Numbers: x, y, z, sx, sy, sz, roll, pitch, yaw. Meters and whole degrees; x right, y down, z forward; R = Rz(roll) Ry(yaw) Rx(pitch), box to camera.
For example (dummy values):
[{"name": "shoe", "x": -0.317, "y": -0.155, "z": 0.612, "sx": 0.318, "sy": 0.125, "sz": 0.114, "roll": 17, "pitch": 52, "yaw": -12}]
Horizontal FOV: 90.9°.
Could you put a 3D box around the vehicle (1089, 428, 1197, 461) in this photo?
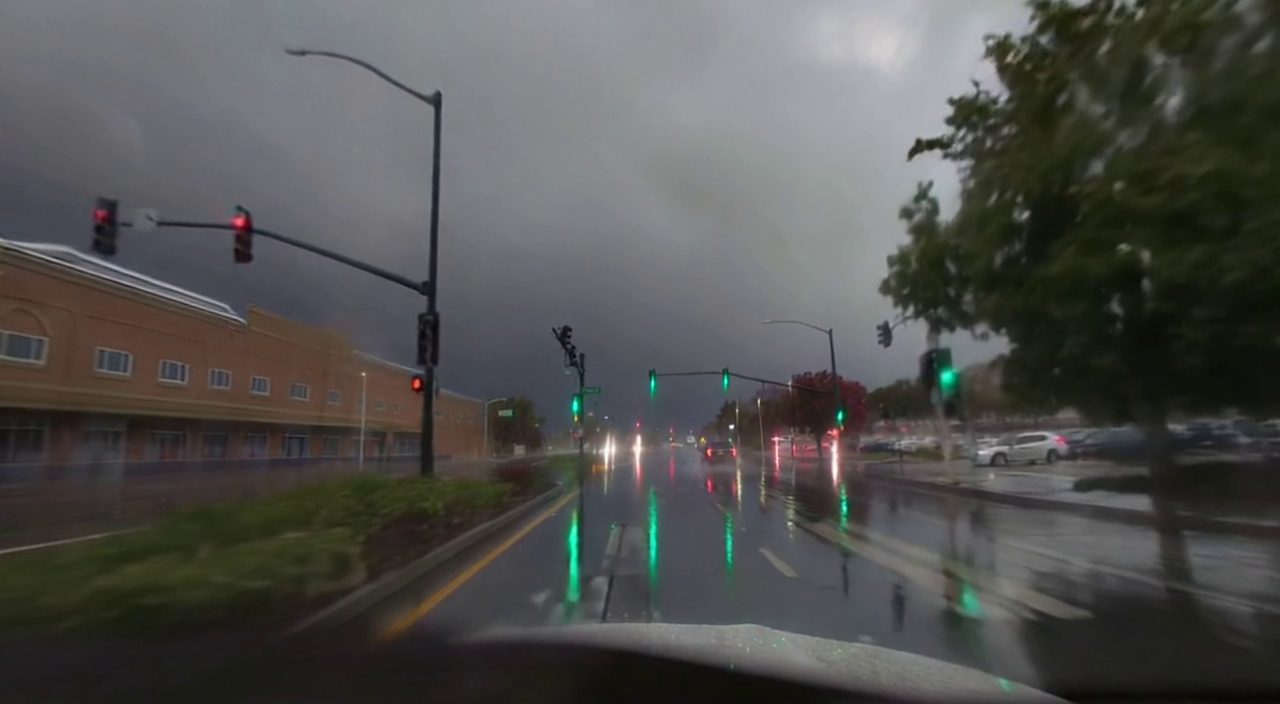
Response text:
[{"name": "vehicle", "x": 27.222, "y": 5.016, "z": 34.162, "sx": 4.280, "sy": 1.734, "sz": 1.964, "roll": 1, "pitch": -9, "yaw": -6}]

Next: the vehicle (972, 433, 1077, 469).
[{"name": "vehicle", "x": 20.709, "y": 5.348, "z": 34.067, "sx": 4.341, "sy": 1.845, "sz": 1.984, "roll": 0, "pitch": -9, "yaw": 0}]

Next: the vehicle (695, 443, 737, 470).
[{"name": "vehicle", "x": 4.500, "y": 6.269, "z": 38.001, "sx": 2.038, "sy": 1.528, "sz": 4.259, "roll": 0, "pitch": -8, "yaw": 1}]

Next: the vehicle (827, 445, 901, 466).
[{"name": "vehicle", "x": 15.848, "y": 7.288, "z": 44.568, "sx": 4.581, "sy": 1.434, "sz": 1.893, "roll": -5, "pitch": -10, "yaw": 30}]

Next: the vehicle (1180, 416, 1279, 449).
[{"name": "vehicle", "x": 35.856, "y": 4.834, "z": 37.879, "sx": 4.687, "sy": 1.902, "sz": 2.162, "roll": 0, "pitch": -9, "yaw": -1}]

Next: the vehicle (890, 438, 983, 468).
[{"name": "vehicle", "x": 17.569, "y": 6.017, "z": 37.553, "sx": 4.491, "sy": 1.702, "sz": 2.094, "roll": -1, "pitch": -9, "yaw": 5}]
